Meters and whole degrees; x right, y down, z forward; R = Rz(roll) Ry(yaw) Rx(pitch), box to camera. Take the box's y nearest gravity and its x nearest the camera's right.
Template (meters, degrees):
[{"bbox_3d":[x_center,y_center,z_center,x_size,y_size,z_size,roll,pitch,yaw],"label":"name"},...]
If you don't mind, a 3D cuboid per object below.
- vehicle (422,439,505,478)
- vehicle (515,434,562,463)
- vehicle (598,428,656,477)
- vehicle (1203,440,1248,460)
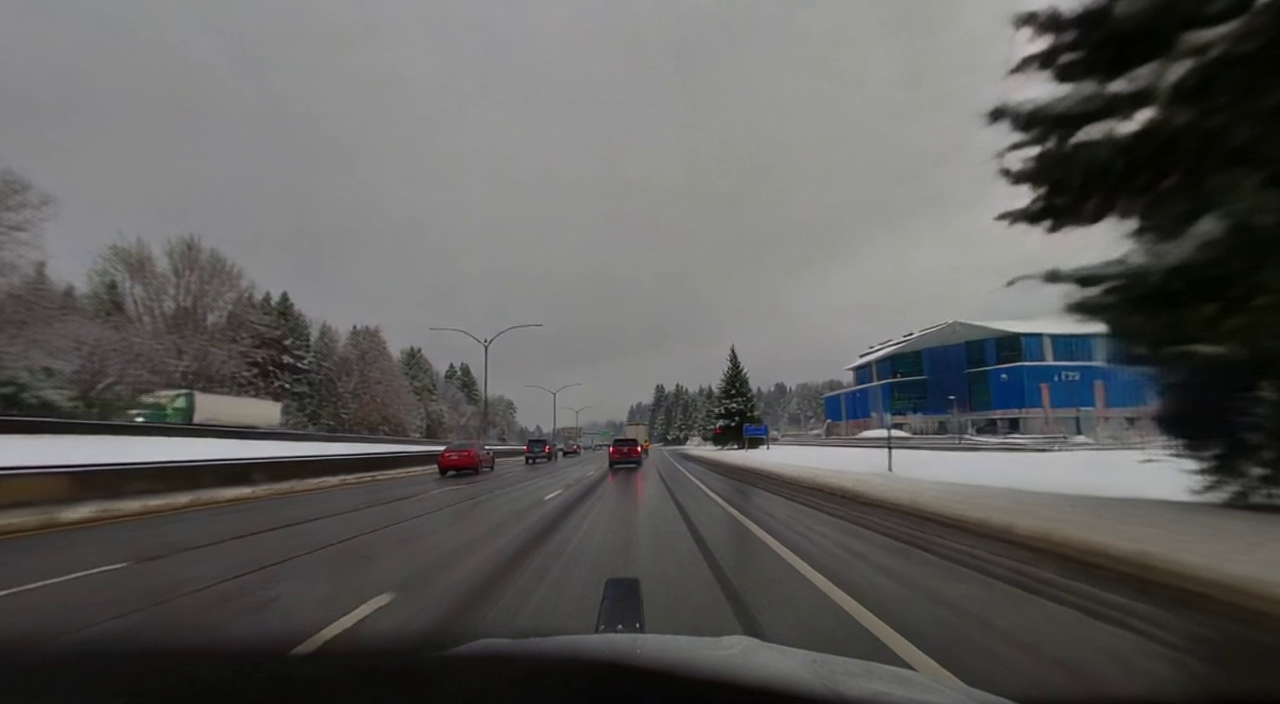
[{"bbox_3d":[-7.347,4.478,26.713,2.074,1.495,4.643,0,-8,1],"label":"vehicle"},{"bbox_3d":[-7.243,6.985,45.581,2.328,1.927,5.880,0,-8,1],"label":"vehicle"},{"bbox_3d":[-0.510,4.282,27.030,2.245,1.863,4.801,0,-8,0],"label":"vehicle"},{"bbox_3d":[46.128,7.729,49.559,4.334,1.495,1.987,7,-11,-41],"label":"vehicle"}]
